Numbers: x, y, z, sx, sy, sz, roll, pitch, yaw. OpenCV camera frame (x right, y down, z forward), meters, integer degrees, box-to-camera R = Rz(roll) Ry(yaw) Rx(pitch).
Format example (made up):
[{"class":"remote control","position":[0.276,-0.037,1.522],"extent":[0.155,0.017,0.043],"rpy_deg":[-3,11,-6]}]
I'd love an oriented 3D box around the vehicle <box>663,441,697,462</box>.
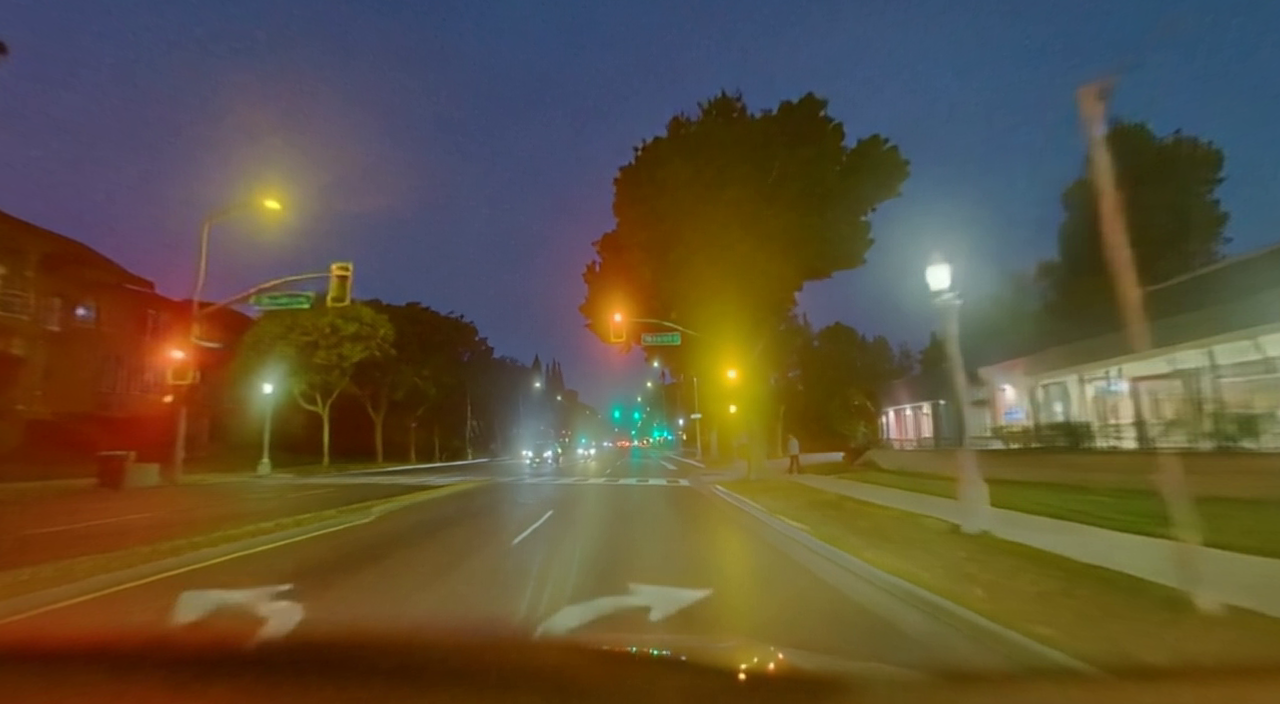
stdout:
[{"class":"vehicle","position":[2.926,7.396,47.062],"extent":[2.034,1.491,4.618],"rpy_deg":[0,-8,-3]}]

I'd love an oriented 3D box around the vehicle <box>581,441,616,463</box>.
[{"class":"vehicle","position":[-2.911,7.107,45.091],"extent":[2.122,1.469,4.388],"rpy_deg":[0,-8,1]}]
